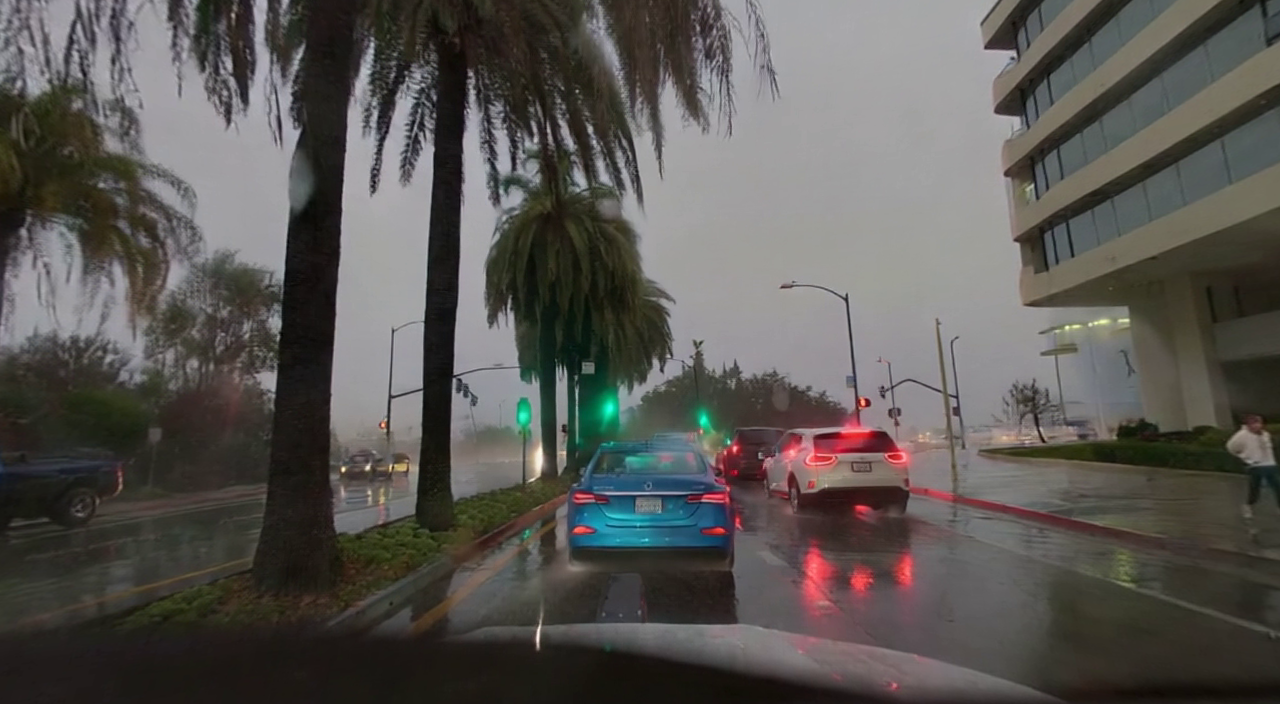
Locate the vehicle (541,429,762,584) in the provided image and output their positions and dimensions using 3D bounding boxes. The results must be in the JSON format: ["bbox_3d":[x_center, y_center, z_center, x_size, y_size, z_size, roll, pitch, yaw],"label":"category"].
[{"bbox_3d":[0.149,1.772,8.070,2.088,1.452,3.993,0,-8,1],"label":"vehicle"}]

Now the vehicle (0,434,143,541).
[{"bbox_3d":[-13.056,2.719,12.290,2.240,1.964,5.707,-6,-8,0],"label":"vehicle"}]

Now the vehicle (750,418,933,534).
[{"bbox_3d":[3.413,2.189,11.732,2.003,1.733,4.319,0,-8,1],"label":"vehicle"}]

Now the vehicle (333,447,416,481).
[{"bbox_3d":[-13.194,5.568,31.722,1.965,1.507,4.725,-1,-8,2],"label":"vehicle"}]
